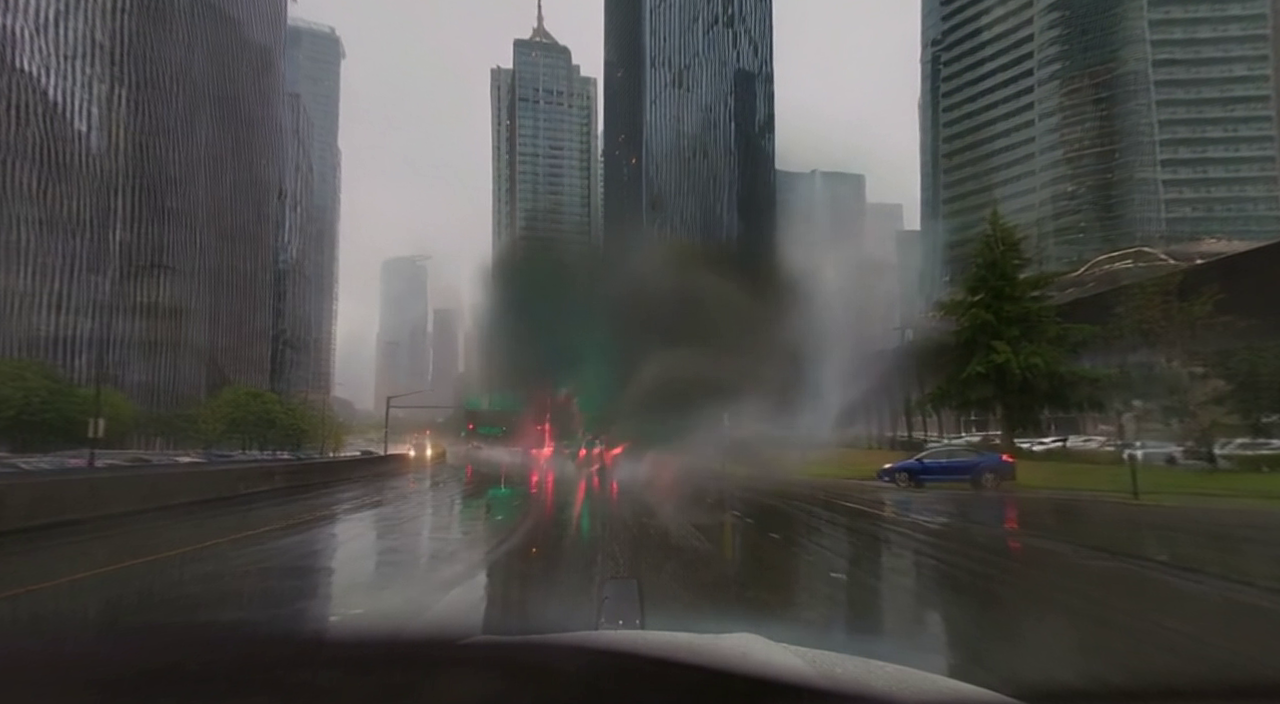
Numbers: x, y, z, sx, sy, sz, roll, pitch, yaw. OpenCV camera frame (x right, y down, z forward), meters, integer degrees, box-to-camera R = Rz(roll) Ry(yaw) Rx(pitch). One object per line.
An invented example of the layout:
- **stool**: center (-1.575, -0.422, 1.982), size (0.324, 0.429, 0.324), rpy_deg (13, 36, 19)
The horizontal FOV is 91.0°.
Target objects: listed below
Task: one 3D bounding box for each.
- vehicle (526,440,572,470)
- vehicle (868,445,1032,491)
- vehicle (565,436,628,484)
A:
- **vehicle**: center (-5.672, 6.321, 38.917), size (2.121, 1.728, 4.161), rpy_deg (3, -9, -17)
- **vehicle**: center (10.726, 4.035, 22.117), size (4.645, 1.505, 2.100), rpy_deg (-1, -9, 6)
- **vehicle**: center (-1.679, 4.128, 24.353), size (2.183, 1.675, 4.319), rpy_deg (1, -8, -4)
